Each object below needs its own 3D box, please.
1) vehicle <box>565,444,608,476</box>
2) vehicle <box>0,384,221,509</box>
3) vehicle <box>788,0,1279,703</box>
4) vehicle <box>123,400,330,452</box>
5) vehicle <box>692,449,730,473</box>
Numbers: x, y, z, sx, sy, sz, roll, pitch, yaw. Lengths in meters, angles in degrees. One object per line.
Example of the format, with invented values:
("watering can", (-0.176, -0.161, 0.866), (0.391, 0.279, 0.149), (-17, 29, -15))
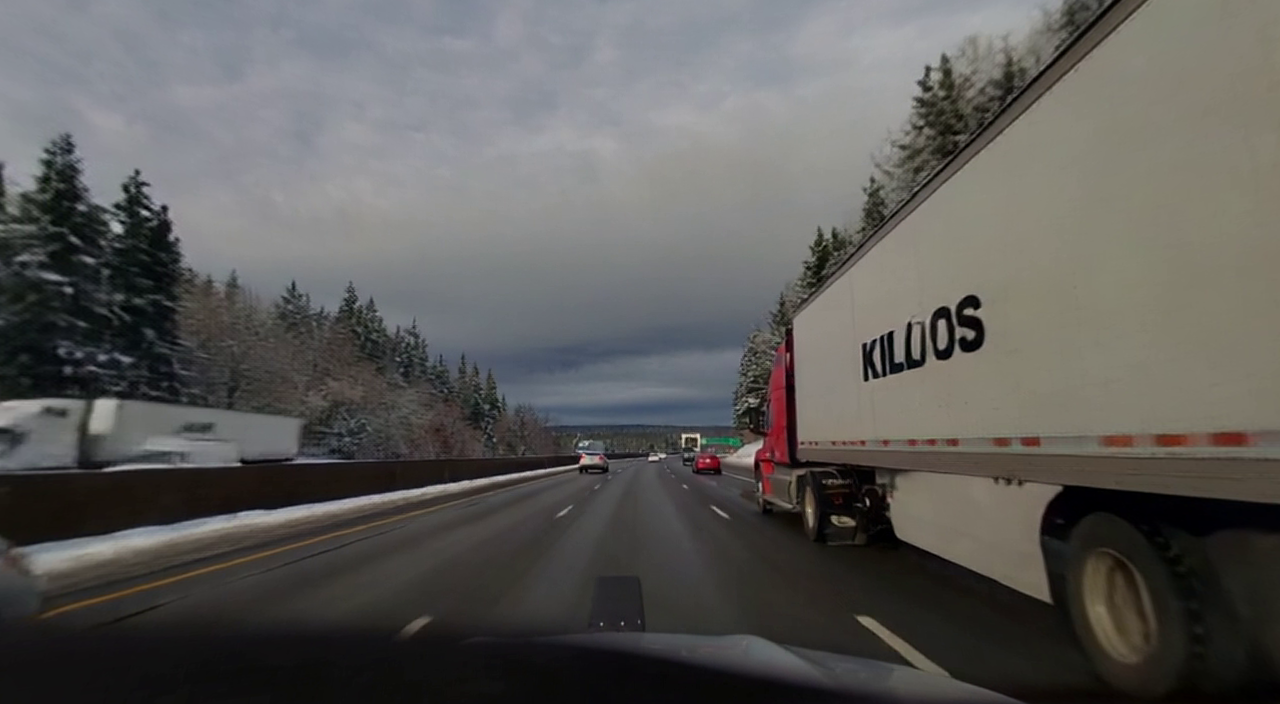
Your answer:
("vehicle", (-2.971, 6.156, 35.952), (2.017, 1.683, 4.309), (0, -9, 1))
("vehicle", (-20.170, 3.374, 22.262), (2.915, 3.605, 11.295), (0, -9, 0))
("vehicle", (4.339, 0.298, 6.631), (2.914, 3.998, 11.103), (0, -9, 0))
("vehicle", (-20.139, 3.857, 32.214), (2.889, 2.056, 11.964), (-2, -7, -1))
("vehicle", (4.926, 7.614, 44.204), (2.176, 1.598, 3.878), (0, -9, 0))
